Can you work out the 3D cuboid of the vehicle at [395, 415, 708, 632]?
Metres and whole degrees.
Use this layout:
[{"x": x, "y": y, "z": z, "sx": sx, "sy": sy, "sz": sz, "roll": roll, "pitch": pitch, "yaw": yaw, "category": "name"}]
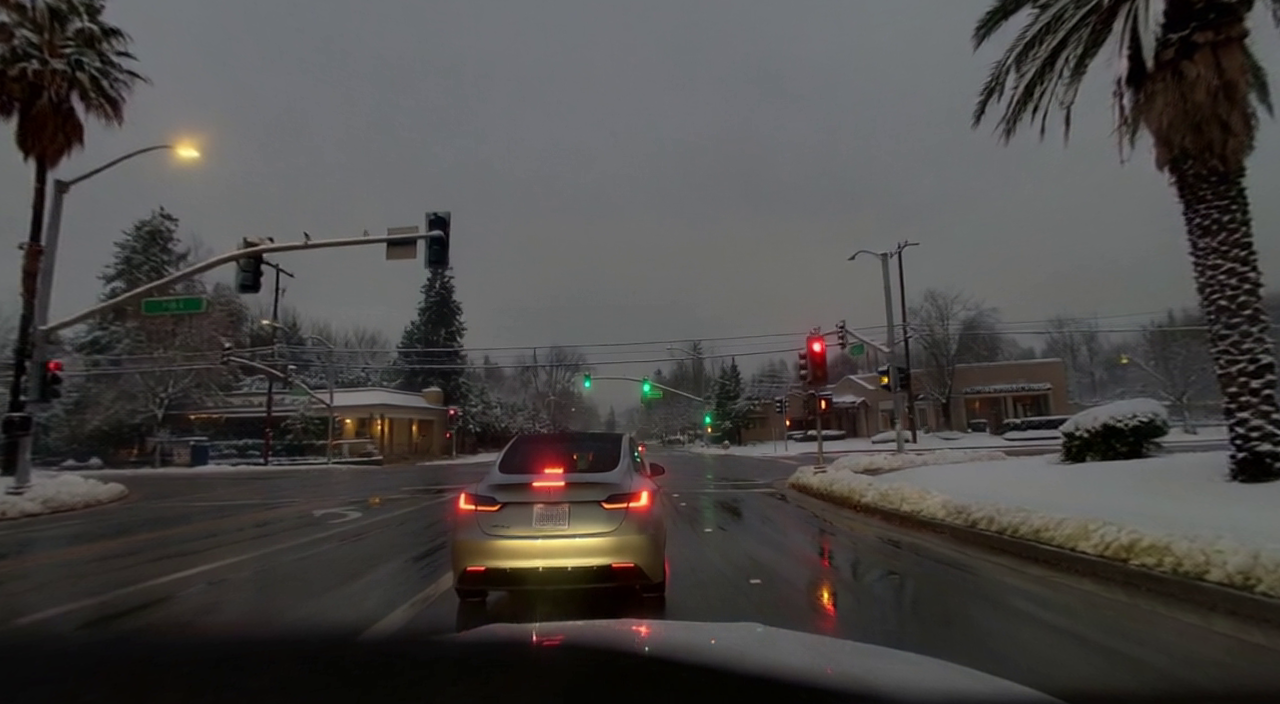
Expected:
[{"x": -0.636, "y": 1.504, "z": 6.559, "sx": 2.152, "sy": 1.478, "sz": 4.229, "roll": 0, "pitch": -9, "yaw": -1, "category": "vehicle"}]
